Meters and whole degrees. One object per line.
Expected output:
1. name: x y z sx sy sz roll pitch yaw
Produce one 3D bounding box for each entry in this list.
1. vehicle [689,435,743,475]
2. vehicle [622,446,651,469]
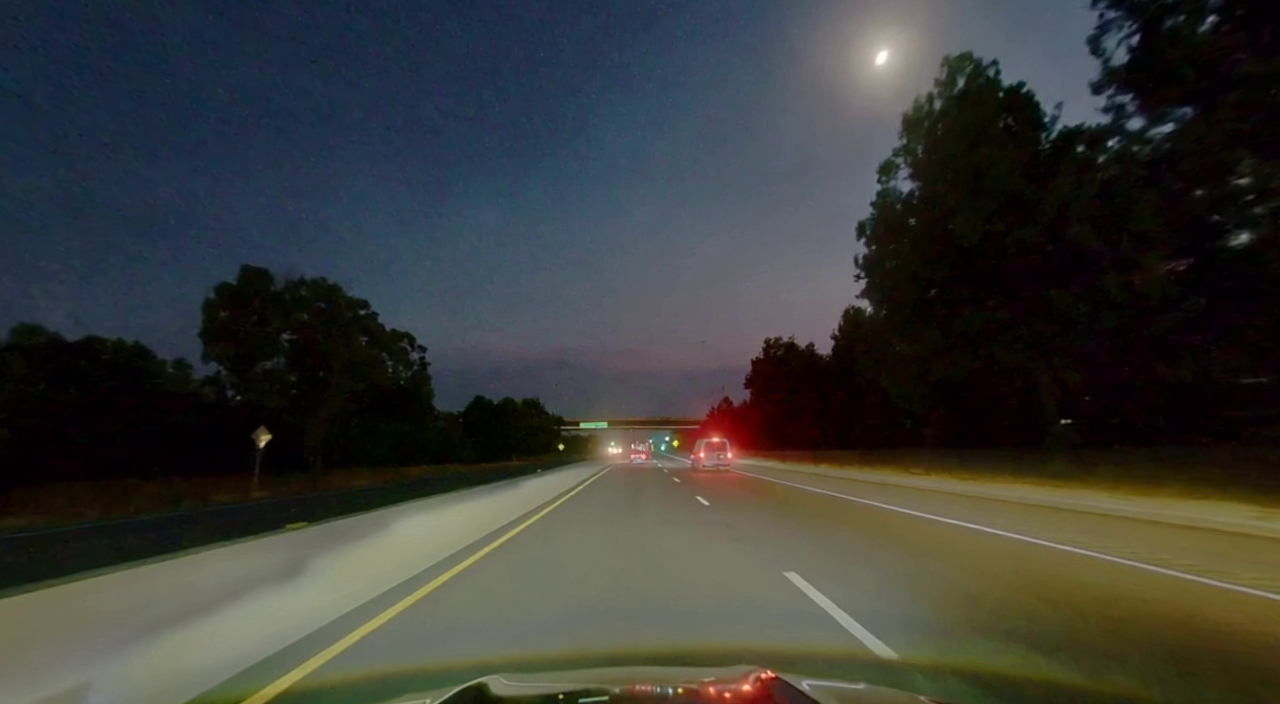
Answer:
1. vehicle: 4.027 5.594 34.339 2.152 1.998 5.380 0 -9 -1
2. vehicle: -0.211 7.665 45.989 2.013 1.584 3.995 0 -9 0
